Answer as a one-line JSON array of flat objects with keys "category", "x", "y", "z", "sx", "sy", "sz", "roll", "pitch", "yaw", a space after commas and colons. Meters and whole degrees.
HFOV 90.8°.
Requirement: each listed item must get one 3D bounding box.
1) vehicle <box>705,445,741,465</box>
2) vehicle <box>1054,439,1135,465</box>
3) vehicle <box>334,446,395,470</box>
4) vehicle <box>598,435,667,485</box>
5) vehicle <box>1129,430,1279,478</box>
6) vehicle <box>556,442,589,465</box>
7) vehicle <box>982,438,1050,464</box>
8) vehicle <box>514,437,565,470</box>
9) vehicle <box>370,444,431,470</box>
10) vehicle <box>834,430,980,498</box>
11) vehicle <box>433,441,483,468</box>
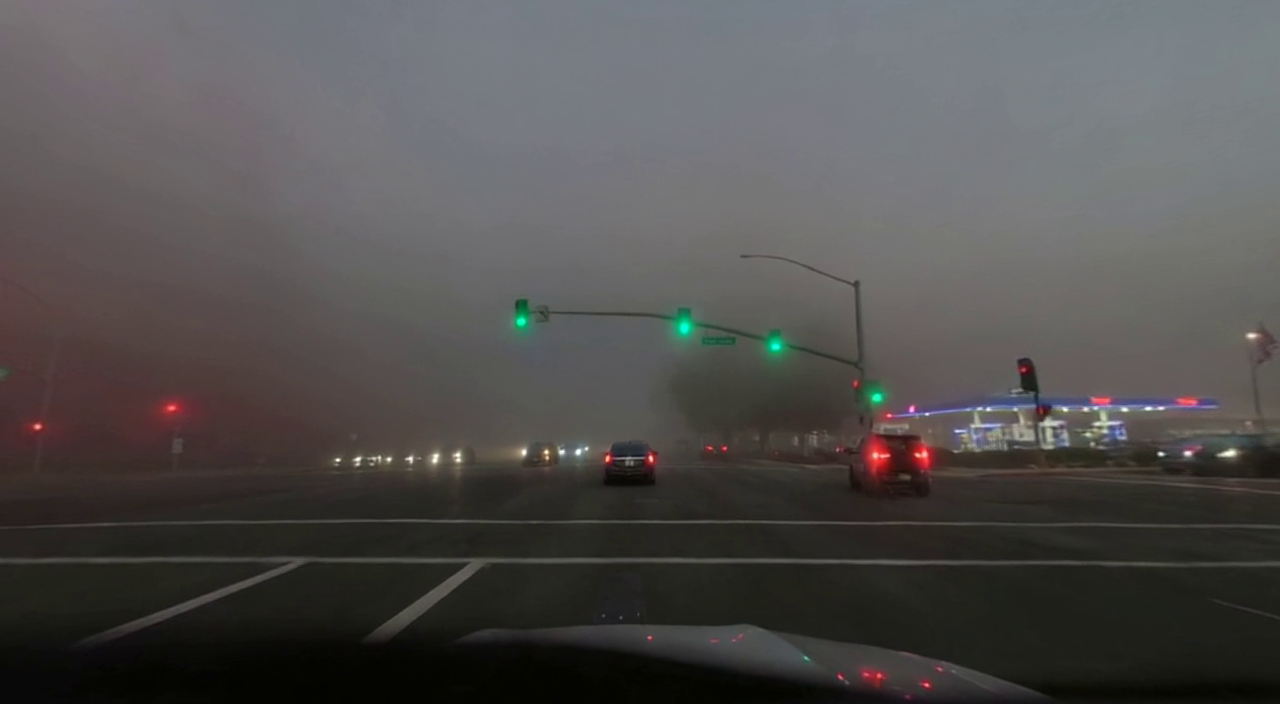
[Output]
[{"category": "vehicle", "x": 6.471, "y": 8.102, "z": 49.912, "sx": 2.143, "sy": 1.508, "sz": 4.274, "roll": 1, "pitch": -8, "yaw": -2}, {"category": "vehicle", "x": 27.658, "y": 6.065, "z": 38.446, "sx": 4.512, "sy": 1.468, "sz": 1.909, "roll": 4, "pitch": -9, "yaw": -24}, {"category": "vehicle", "x": -18.104, "y": 6.959, "z": 41.713, "sx": 2.018, "sy": 1.472, "sz": 4.559, "roll": 1, "pitch": -8, "yaw": -1}, {"category": "vehicle", "x": -0.245, "y": 3.508, "z": 20.835, "sx": 2.040, "sy": 1.451, "sz": 3.736, "roll": 1, "pitch": -8, "yaw": -1}, {"category": "vehicle", "x": 20.125, "y": 3.495, "z": 21.808, "sx": 4.796, "sy": 1.488, "sz": 1.966, "roll": -1, "pitch": -9, "yaw": -1}, {"category": "vehicle", "x": -5.262, "y": 7.991, "z": 49.982, "sx": 2.137, "sy": 1.685, "sz": 4.587, "roll": 1, "pitch": -8, "yaw": 0}, {"category": "vehicle", "x": 25.990, "y": 6.829, "z": 43.672, "sx": 4.246, "sy": 1.686, "sz": 1.910, "roll": 5, "pitch": -9, "yaw": -25}, {"category": "vehicle", "x": -5.499, "y": 5.581, "z": 35.021, "sx": 1.990, "sy": 1.673, "sz": 4.436, "roll": 0, "pitch": -8, "yaw": 1}, {"category": "vehicle", "x": -14.874, "y": 6.545, "z": 39.563, "sx": 2.001, "sy": 1.463, "sz": 4.673, "roll": 1, "pitch": -8, "yaw": 0}, {"category": "vehicle", "x": 6.736, "y": 2.864, "z": 16.558, "sx": 1.890, "sy": 1.489, "sz": 4.396, "roll": 1, "pitch": -8, "yaw": 0}, {"category": "vehicle", "x": -11.838, "y": 6.694, "z": 41.466, "sx": 1.944, "sy": 1.647, "sz": 4.395, "roll": 1, "pitch": -8, "yaw": 0}]
